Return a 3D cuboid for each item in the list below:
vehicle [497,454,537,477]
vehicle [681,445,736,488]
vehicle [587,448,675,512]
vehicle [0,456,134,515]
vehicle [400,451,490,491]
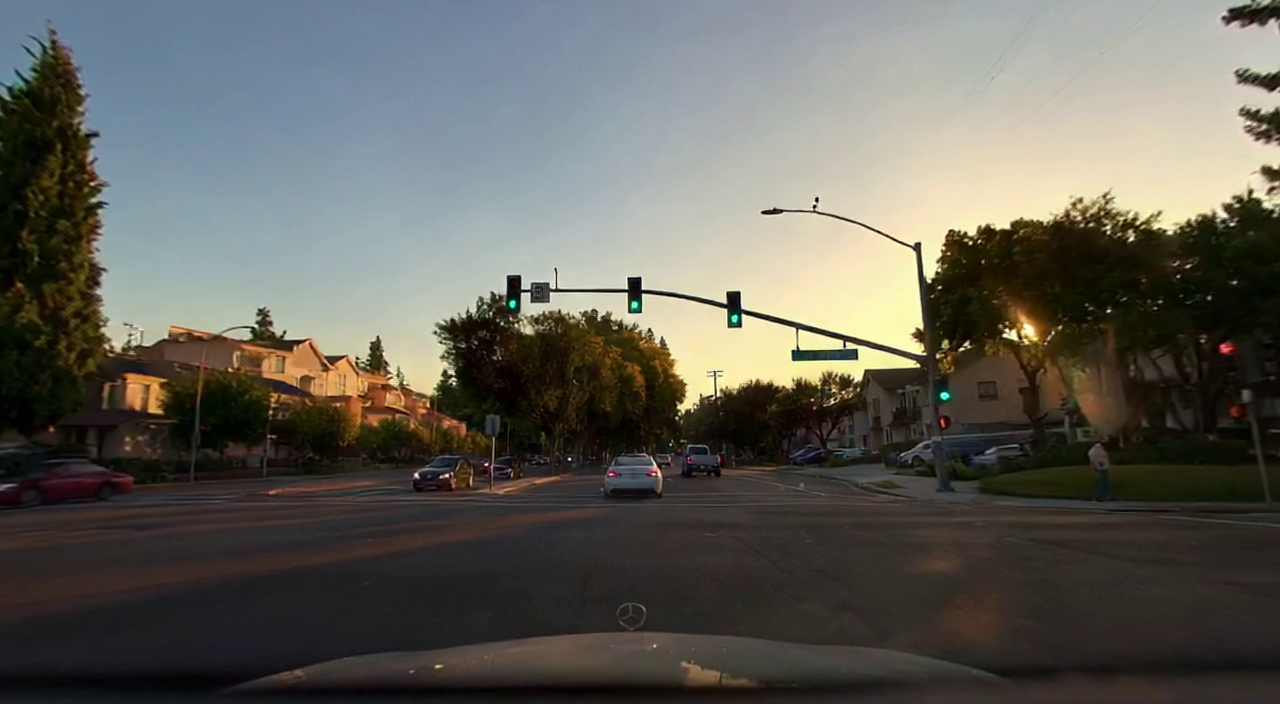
[{"bbox_3d":[-8.751,8.089,45.254,2.035,1.463,4.527,0,-8,0],"label":"vehicle"},{"bbox_3d":[3.135,5.335,29.861,2.073,1.822,4.276,0,-8,-1],"label":"vehicle"},{"bbox_3d":[-0.203,3.433,17.428,2.140,1.474,4.026,0,-8,1],"label":"vehicle"},{"bbox_3d":[-18.238,3.952,19.074,1.902,1.475,4.731,0,-8,0],"label":"vehicle"},{"bbox_3d":[-8.153,5.026,26.891,2.121,1.513,4.832,0,-9,2],"label":"vehicle"}]
